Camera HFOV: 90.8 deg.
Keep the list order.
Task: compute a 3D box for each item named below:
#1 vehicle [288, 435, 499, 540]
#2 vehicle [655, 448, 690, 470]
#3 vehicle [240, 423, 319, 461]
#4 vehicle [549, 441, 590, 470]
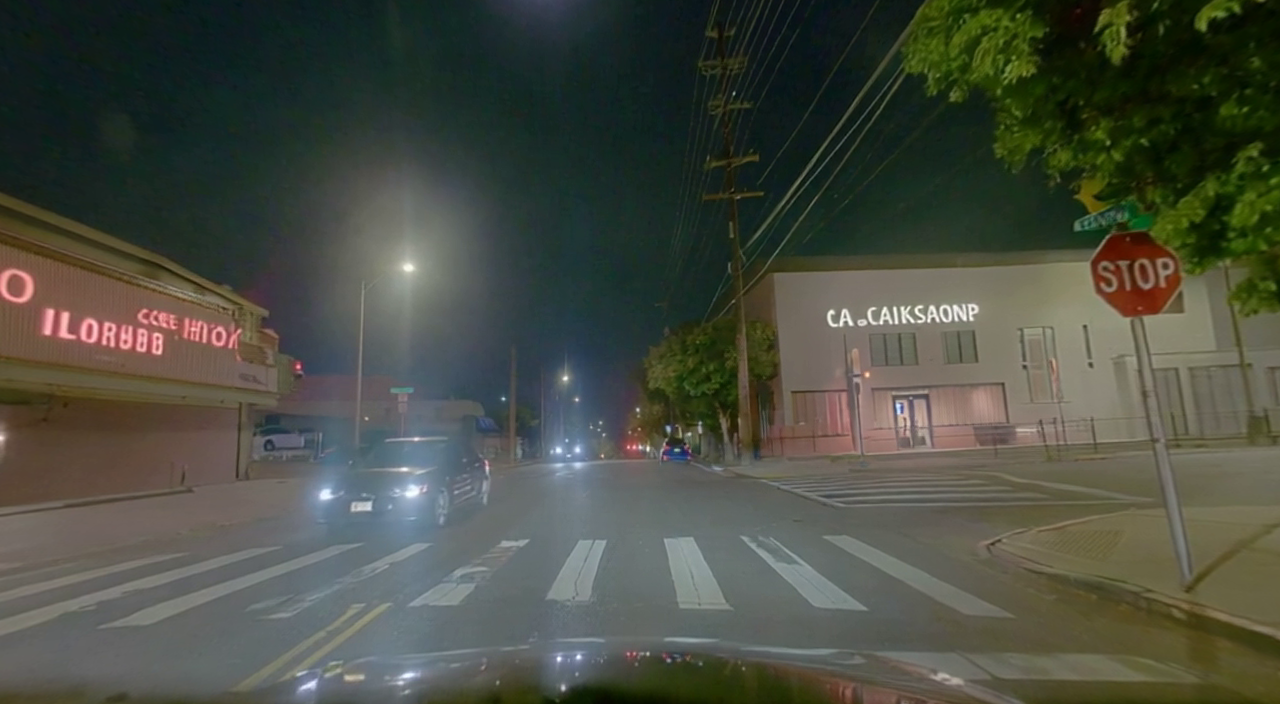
[{"bbox_3d":[-4.144,2.335,11.633,2.140,1.512,4.536,0,-8,-1],"label":"vehicle"},{"bbox_3d":[2.098,6.982,41.424,1.877,1.373,3.854,0,-8,-4],"label":"vehicle"},{"bbox_3d":[-28.130,7.065,49.660,2.249,2.760,6.636,0,-8,0],"label":"vehicle"},{"bbox_3d":[-4.994,7.433,45.504,2.495,1.966,4.846,0,-8,-1],"label":"vehicle"}]
